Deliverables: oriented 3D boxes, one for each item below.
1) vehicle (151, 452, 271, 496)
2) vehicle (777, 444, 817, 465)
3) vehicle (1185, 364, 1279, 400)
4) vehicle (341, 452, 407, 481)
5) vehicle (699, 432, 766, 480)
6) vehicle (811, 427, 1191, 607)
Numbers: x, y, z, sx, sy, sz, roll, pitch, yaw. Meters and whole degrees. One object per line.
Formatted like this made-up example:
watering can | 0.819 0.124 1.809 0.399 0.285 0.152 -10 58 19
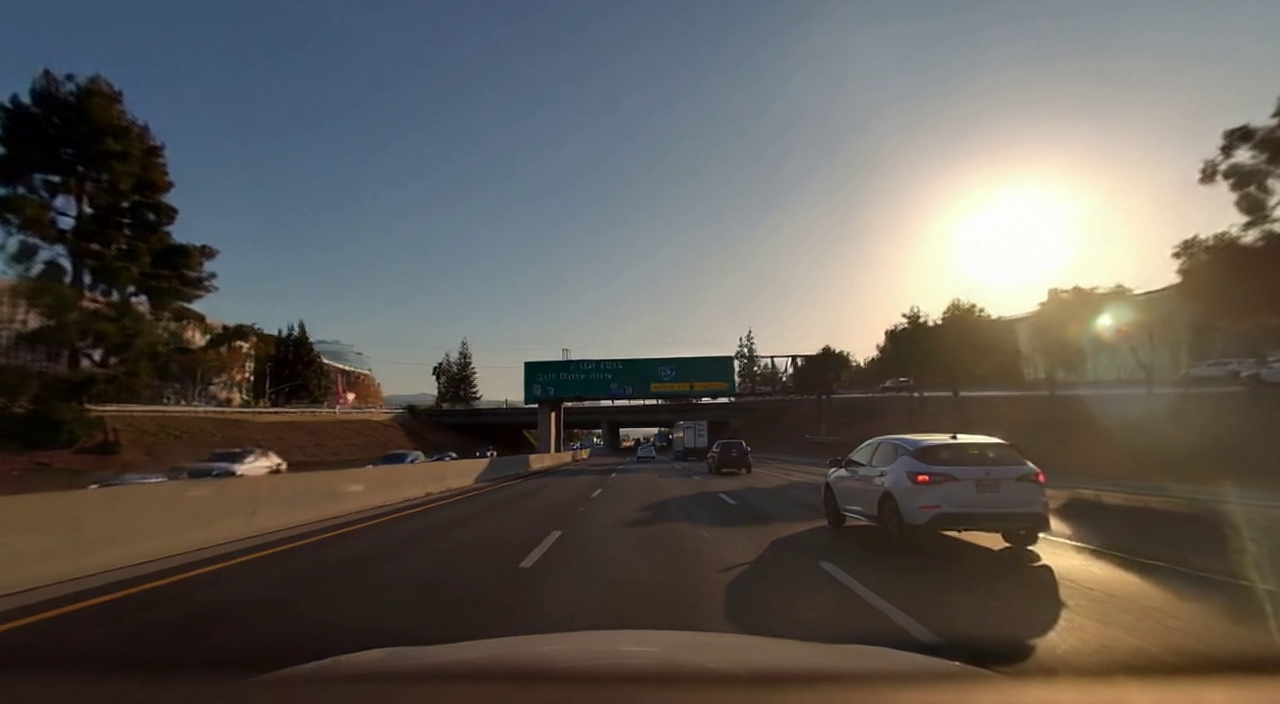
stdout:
vehicle | -18.368 5.218 27.327 2.027 1.666 4.508 0 -8 0
vehicle | 11.683 7.639 47.074 1.926 1.451 3.936 0 -8 -1
vehicle | 36.218 1.909 38.282 2.024 1.757 4.696 -1 -8 1
vehicle | -15.272 6.590 36.501 1.864 1.480 4.473 0 -8 1
vehicle | 3.855 4.445 27.130 2.086 1.858 4.737 0 -8 -1
vehicle | 3.636 1.708 7.560 1.902 1.481 4.451 0 -8 0
